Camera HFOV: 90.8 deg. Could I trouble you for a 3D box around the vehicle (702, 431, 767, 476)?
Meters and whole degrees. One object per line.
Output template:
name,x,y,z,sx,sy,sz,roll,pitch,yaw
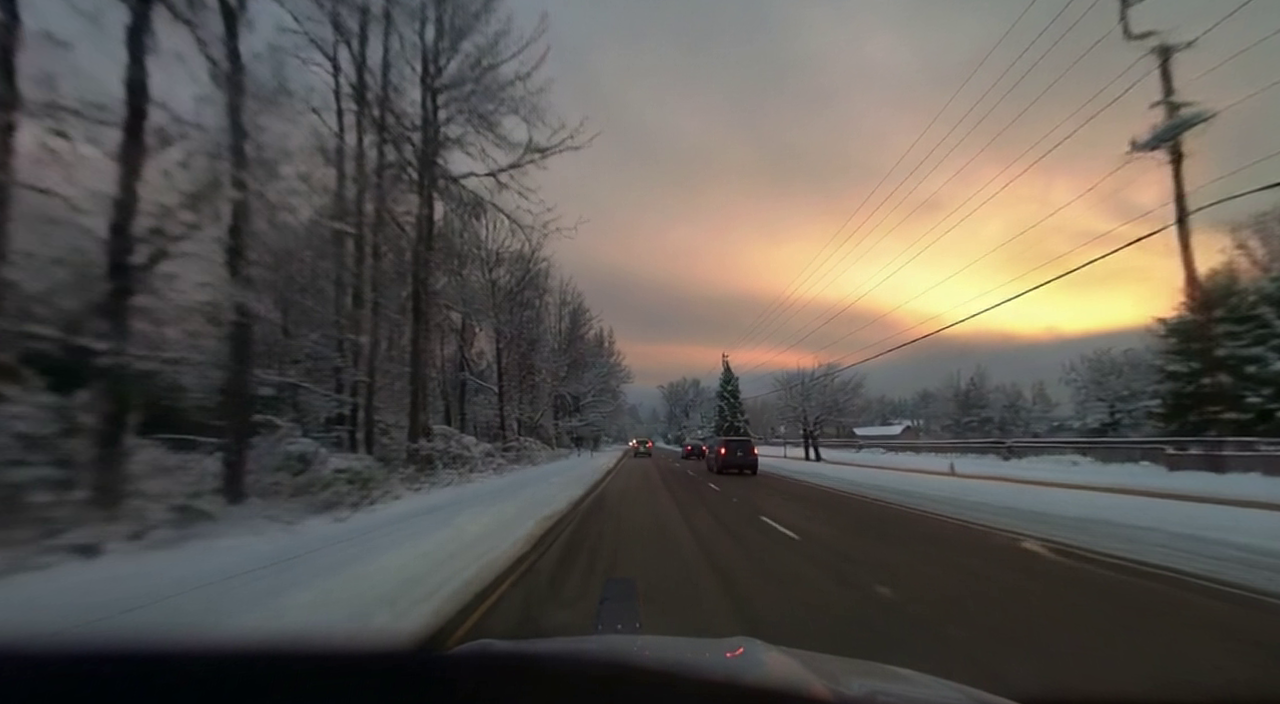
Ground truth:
vehicle,4.101,4.515,28.246,2.112,1.825,4.574,0,-8,-1

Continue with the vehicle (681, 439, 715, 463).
vehicle,4.051,6.971,44.634,2.012,1.653,4.115,0,-8,0
